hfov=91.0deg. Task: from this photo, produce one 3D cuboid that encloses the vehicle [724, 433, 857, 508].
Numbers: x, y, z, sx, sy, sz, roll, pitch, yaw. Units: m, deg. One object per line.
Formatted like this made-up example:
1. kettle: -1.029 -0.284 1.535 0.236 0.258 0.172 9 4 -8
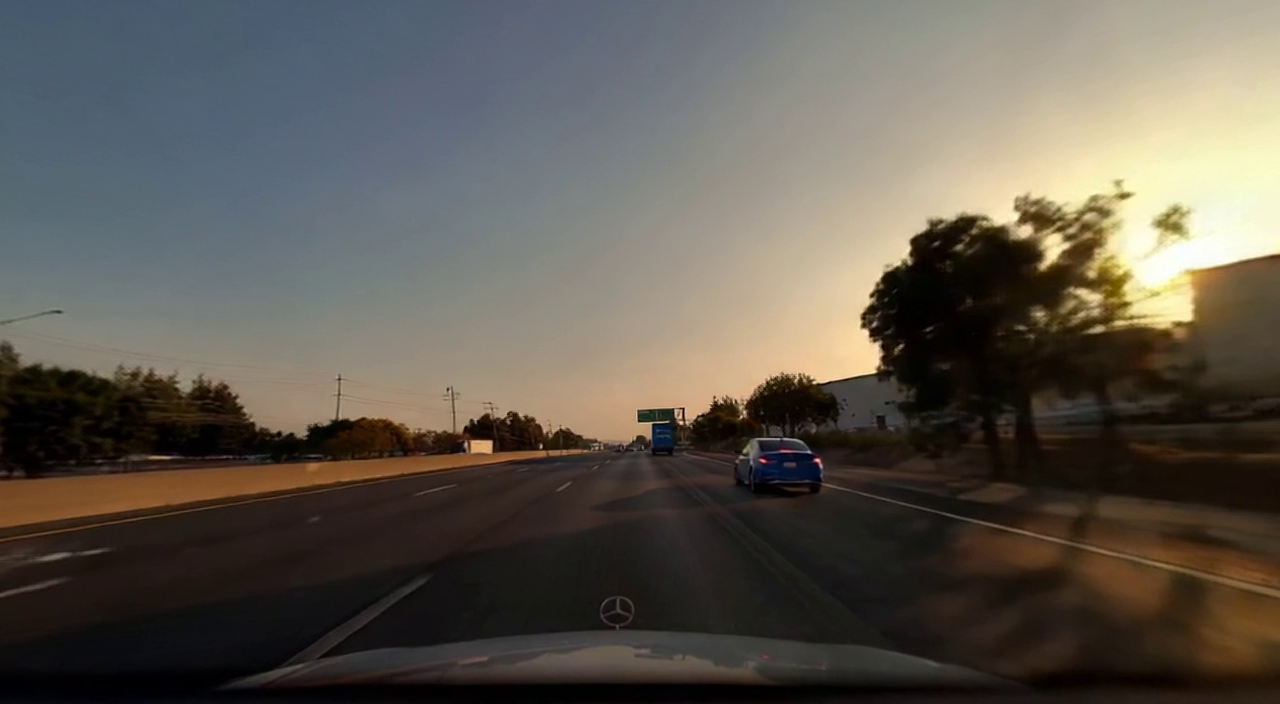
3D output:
1. vehicle: 3.308 2.673 14.737 2.048 1.482 3.956 0 -8 -1
